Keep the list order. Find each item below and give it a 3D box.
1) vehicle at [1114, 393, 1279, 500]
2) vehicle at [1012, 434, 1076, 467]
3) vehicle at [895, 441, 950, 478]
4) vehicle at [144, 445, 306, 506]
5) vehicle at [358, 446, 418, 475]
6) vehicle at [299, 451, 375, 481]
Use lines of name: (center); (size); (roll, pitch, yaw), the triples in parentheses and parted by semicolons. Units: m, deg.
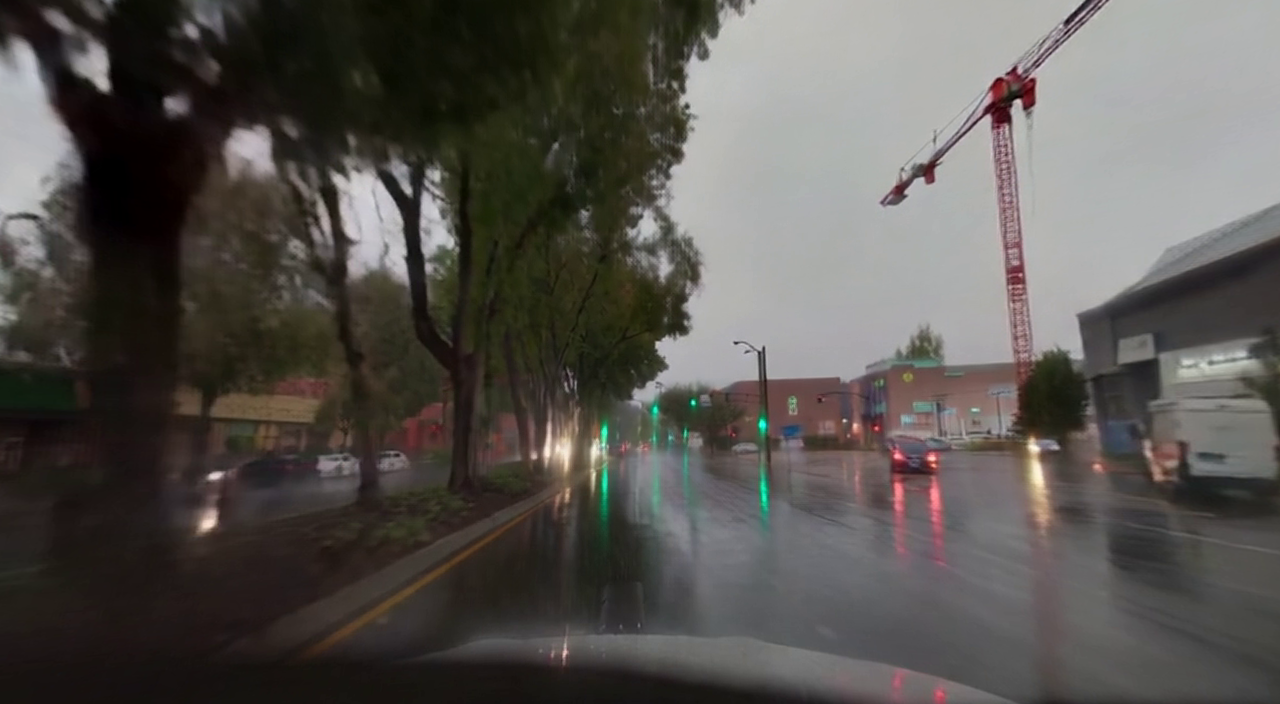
vehicle: (16.940, 2.832, 19.023); (2.311, 2.722, 5.823); (-3, -9, 18)
vehicle: (25.508, 6.213, 40.079); (2.159, 1.920, 4.948); (-3, -9, 18)
vehicle: (12.525, 4.737, 28.231); (1.961, 1.485, 4.762); (-4, -9, 21)
vehicle: (-11.959, 3.545, 18.622); (1.897, 1.557, 4.218); (0, -8, 0)
vehicle: (-16.390, 7.035, 41.359); (2.070, 1.774, 4.549); (0, -9, 0)
vehicle: (-16.486, 6.179, 34.627); (1.780, 1.493, 4.703); (0, -9, 1)
